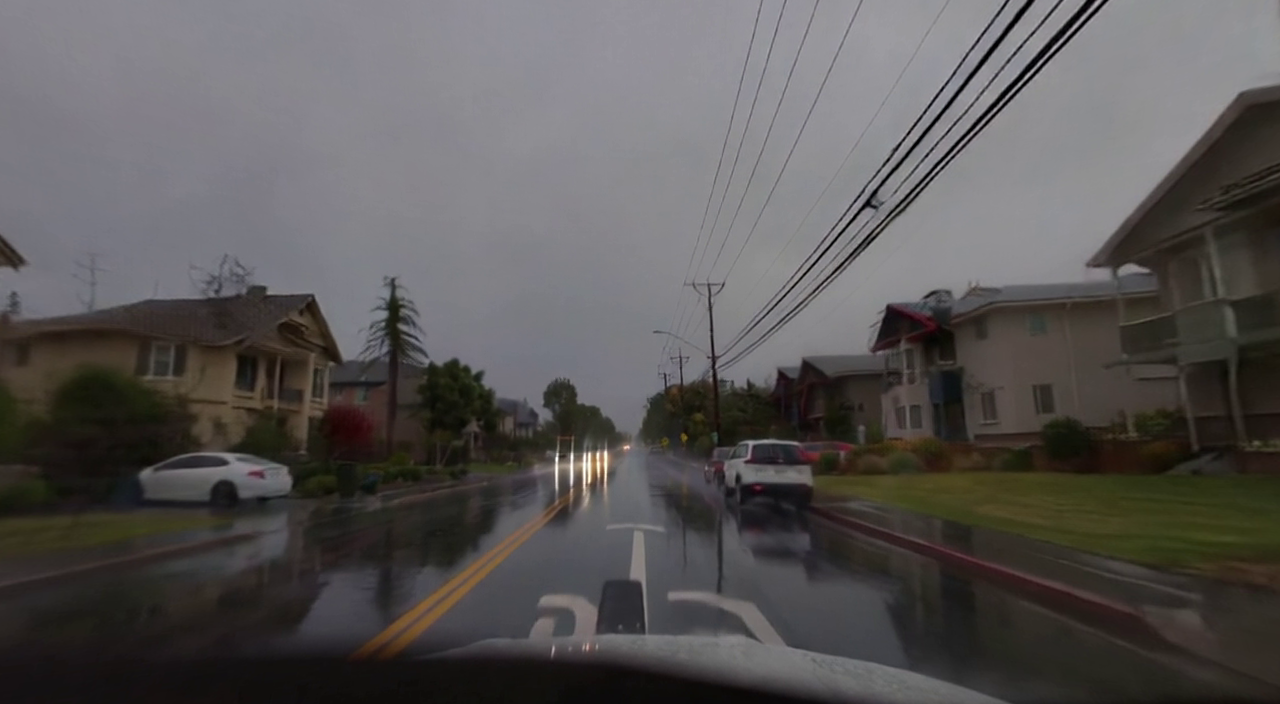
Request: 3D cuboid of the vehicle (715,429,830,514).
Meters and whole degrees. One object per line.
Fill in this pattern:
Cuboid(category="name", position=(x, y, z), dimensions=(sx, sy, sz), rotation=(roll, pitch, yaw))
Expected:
Cuboid(category="vehicle", position=(3.065, 2.857, 15.510), dimensions=(1.945, 1.792, 3.903), rotation=(0, -9, 0))

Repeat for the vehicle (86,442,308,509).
Cuboid(category="vehicle", position=(-11.819, 3.292, 17.116), dimensions=(4.480, 1.665, 1.930), rotation=(0, -9, -1))

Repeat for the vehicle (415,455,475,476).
Cuboid(category="vehicle", position=(-15.293, 8.929, 49.772), dimensions=(4.204, 1.626, 1.874), rotation=(1, -9, -5))

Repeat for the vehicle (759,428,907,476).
Cuboid(category="vehicle", position=(7.729, 4.065, 25.743), dimensions=(5.288, 1.871, 2.148), rotation=(0, -8, 1))
